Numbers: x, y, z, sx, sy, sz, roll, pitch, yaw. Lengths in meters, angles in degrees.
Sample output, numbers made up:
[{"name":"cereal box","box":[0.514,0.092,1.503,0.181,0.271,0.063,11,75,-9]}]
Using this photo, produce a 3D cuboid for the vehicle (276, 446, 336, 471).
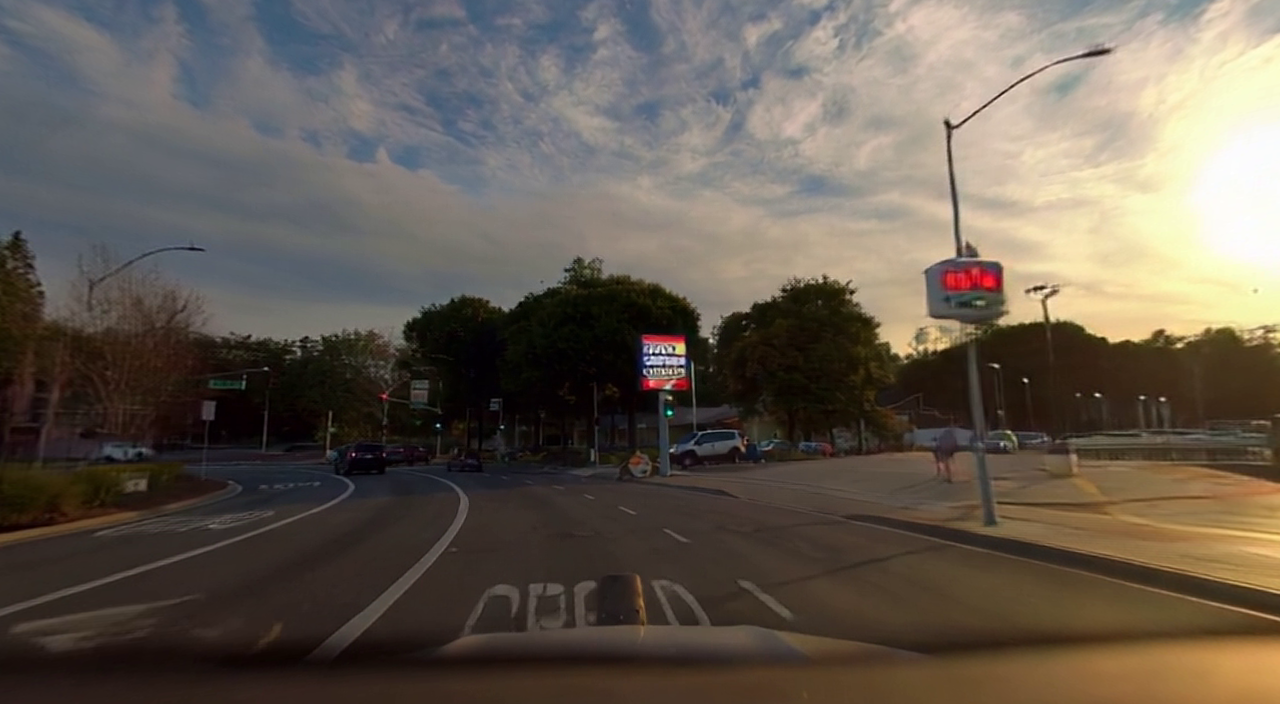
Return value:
[{"name":"vehicle","box":[-23.265,7.375,43.845,4.546,1.650,1.940,-7,-11,39]}]

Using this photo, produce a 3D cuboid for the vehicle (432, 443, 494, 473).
[{"name":"vehicle","box":[-11.618,6.880,41.122,2.202,1.822,4.826,7,-11,-37]}]

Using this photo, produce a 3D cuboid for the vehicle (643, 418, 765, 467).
[{"name":"vehicle","box":[4.288,6.223,43.135,7.741,3.106,2.906,-5,-10,30]}]

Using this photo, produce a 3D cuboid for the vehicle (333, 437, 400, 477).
[{"name":"vehicle","box":[-15.106,5.740,34.594,2.254,2.006,4.766,7,-11,-36]}]
